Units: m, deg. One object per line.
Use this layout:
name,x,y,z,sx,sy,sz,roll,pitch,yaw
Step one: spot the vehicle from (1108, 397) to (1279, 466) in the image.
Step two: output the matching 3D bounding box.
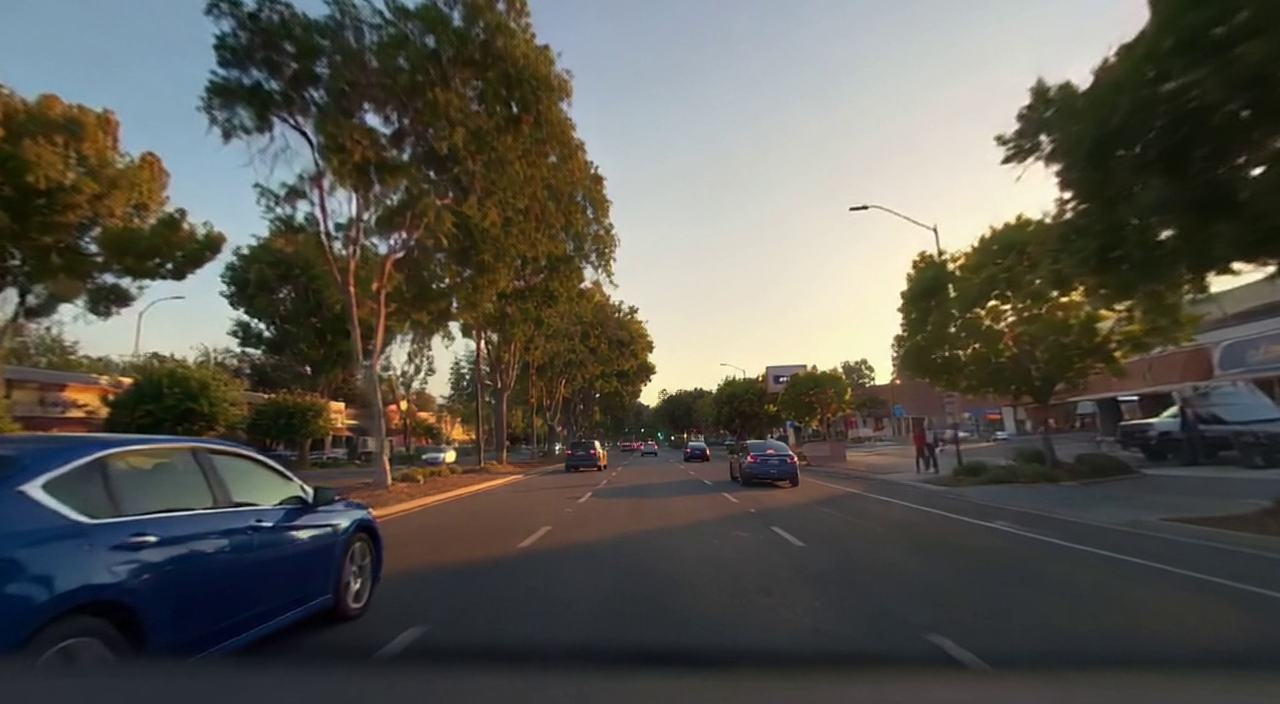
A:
vehicle,20.285,2.698,21.688,2.705,2.011,7.332,-3,-8,1

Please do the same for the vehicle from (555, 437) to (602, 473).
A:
vehicle,-3.127,5.329,32.917,1.981,1.731,4.360,-1,-8,1

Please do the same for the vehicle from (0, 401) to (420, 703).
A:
vehicle,-2.999,1.056,3.038,2.082,1.460,4.922,0,-8,0

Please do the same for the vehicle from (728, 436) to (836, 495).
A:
vehicle,4.004,3.284,18.655,2.036,1.480,4.659,0,-8,-1
